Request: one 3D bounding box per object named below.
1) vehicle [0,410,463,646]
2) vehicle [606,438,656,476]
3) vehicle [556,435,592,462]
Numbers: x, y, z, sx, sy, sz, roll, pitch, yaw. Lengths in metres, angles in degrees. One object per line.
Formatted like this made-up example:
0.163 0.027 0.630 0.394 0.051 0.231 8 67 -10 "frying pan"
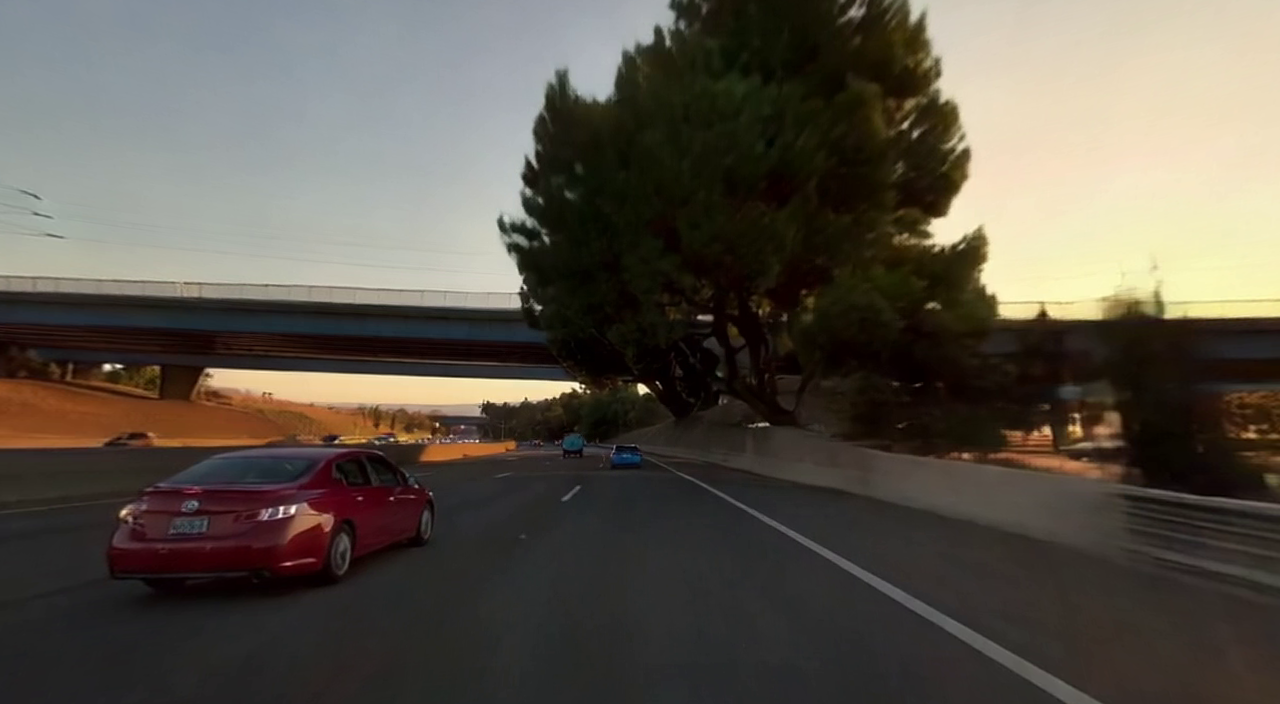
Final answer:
-3.511 1.478 6.434 2.035 1.514 4.600 0 -8 0 "vehicle"
-0.394 4.353 26.326 1.954 1.460 3.983 0 -8 -2 "vehicle"
-4.719 6.986 45.513 2.174 1.806 3.932 0 -8 -1 "vehicle"
